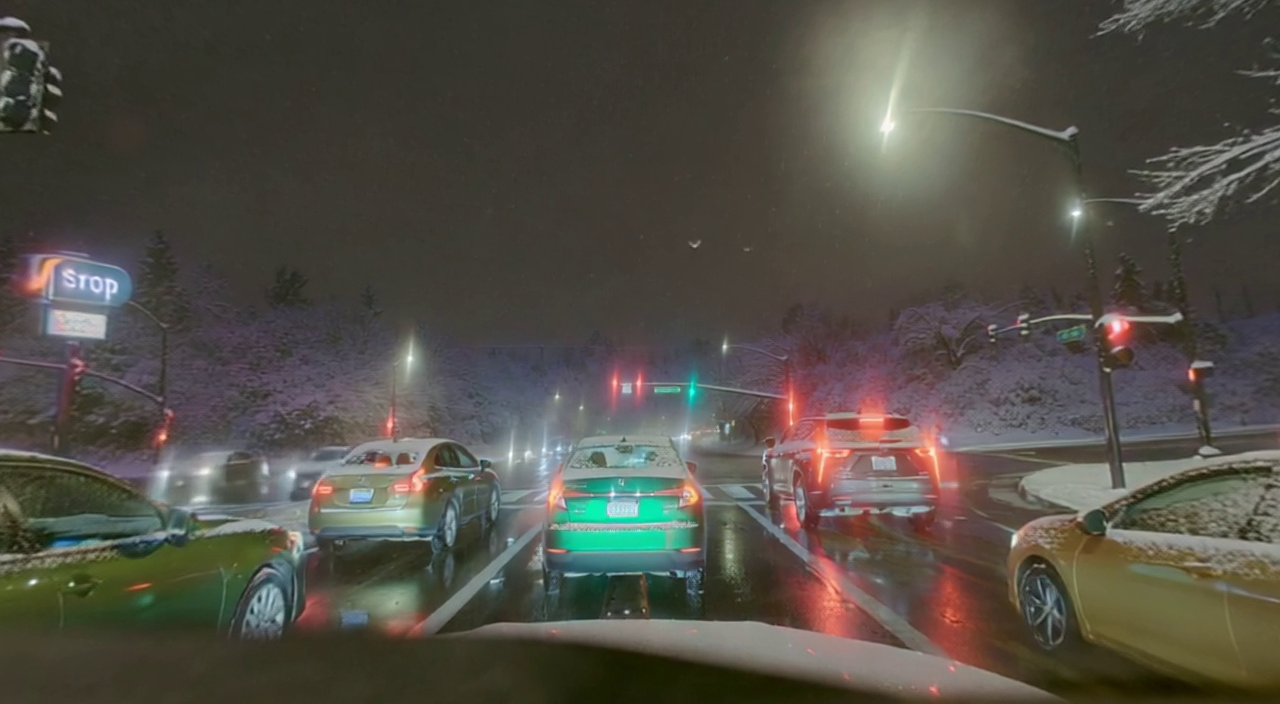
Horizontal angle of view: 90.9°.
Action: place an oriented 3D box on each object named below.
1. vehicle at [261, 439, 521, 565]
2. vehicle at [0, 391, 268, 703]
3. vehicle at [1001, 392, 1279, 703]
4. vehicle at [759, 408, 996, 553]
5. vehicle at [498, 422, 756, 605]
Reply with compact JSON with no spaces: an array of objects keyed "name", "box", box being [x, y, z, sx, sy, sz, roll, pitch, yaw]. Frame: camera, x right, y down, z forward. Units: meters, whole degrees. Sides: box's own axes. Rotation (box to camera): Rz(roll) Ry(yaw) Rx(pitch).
[{"name":"vehicle","box":[-3.307,2.069,9.540,1.995,1.436,4.373,-1,-8,3]},{"name":"vehicle","box":[-3.480,0.850,1.836,2.016,1.547,4.414,0,-8,1]},{"name":"vehicle","box":[3.936,0.971,3.105,1.800,1.519,4.198,0,-8,0]},{"name":"vehicle","box":[3.300,1.871,9.840,1.992,1.744,4.183,0,-8,-1]},{"name":"vehicle","box":[-0.131,1.656,7.388,2.140,1.499,4.119,0,-8,-1]}]
